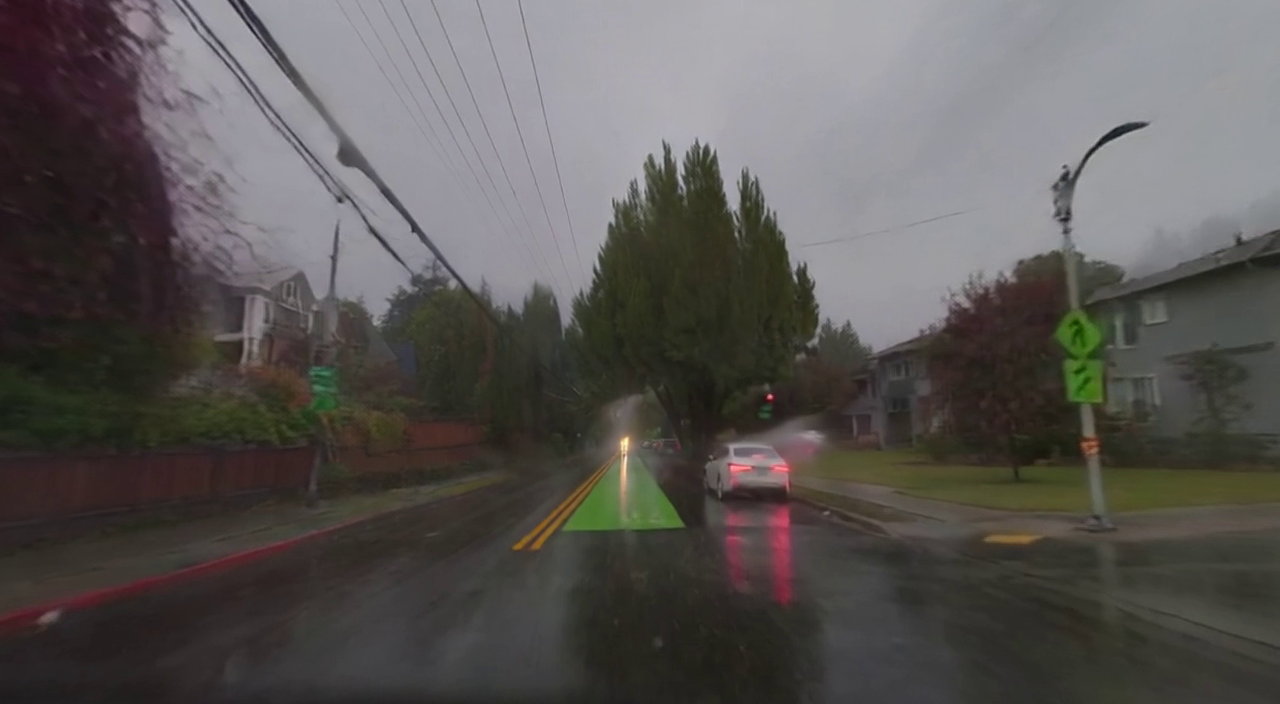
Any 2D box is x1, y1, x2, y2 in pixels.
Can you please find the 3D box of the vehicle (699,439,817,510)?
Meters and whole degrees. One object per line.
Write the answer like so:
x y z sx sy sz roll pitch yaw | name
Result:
2.894 3.134 16.873 1.989 1.545 5.423 0 -8 -1 | vehicle

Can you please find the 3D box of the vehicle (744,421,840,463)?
8.896 5.273 37.148 4.922 1.846 1.941 -5 -8 -6 | vehicle
